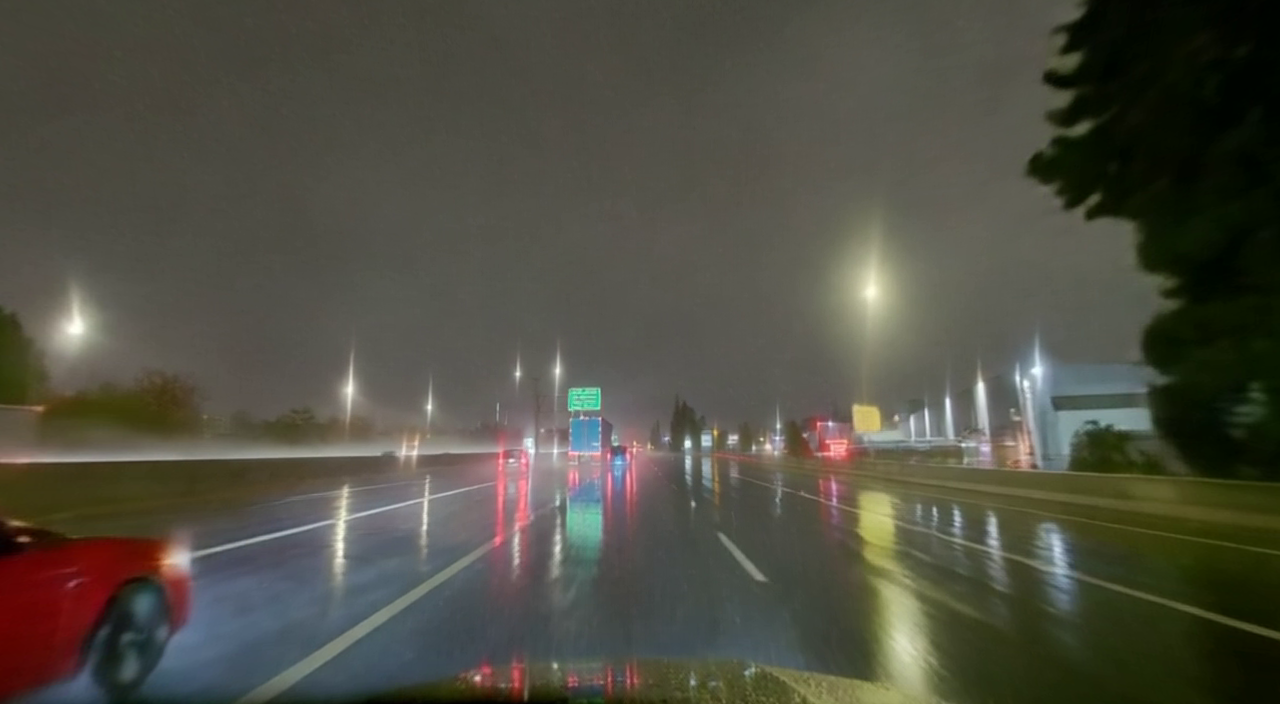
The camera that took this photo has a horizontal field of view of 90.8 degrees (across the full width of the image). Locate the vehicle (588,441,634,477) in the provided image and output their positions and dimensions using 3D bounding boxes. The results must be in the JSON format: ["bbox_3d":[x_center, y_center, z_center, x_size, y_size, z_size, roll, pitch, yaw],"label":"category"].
[{"bbox_3d":[-1.378,5.326,31.717,2.033,1.669,4.112,0,-9,1],"label":"vehicle"}]

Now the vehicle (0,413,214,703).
[{"bbox_3d":[-3.786,0.893,1.859,1.997,1.507,4.391,0,-9,0],"label":"vehicle"}]

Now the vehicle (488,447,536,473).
[{"bbox_3d":[-7.675,6.502,38.319,2.026,1.477,4.467,0,-9,0],"label":"vehicle"}]
